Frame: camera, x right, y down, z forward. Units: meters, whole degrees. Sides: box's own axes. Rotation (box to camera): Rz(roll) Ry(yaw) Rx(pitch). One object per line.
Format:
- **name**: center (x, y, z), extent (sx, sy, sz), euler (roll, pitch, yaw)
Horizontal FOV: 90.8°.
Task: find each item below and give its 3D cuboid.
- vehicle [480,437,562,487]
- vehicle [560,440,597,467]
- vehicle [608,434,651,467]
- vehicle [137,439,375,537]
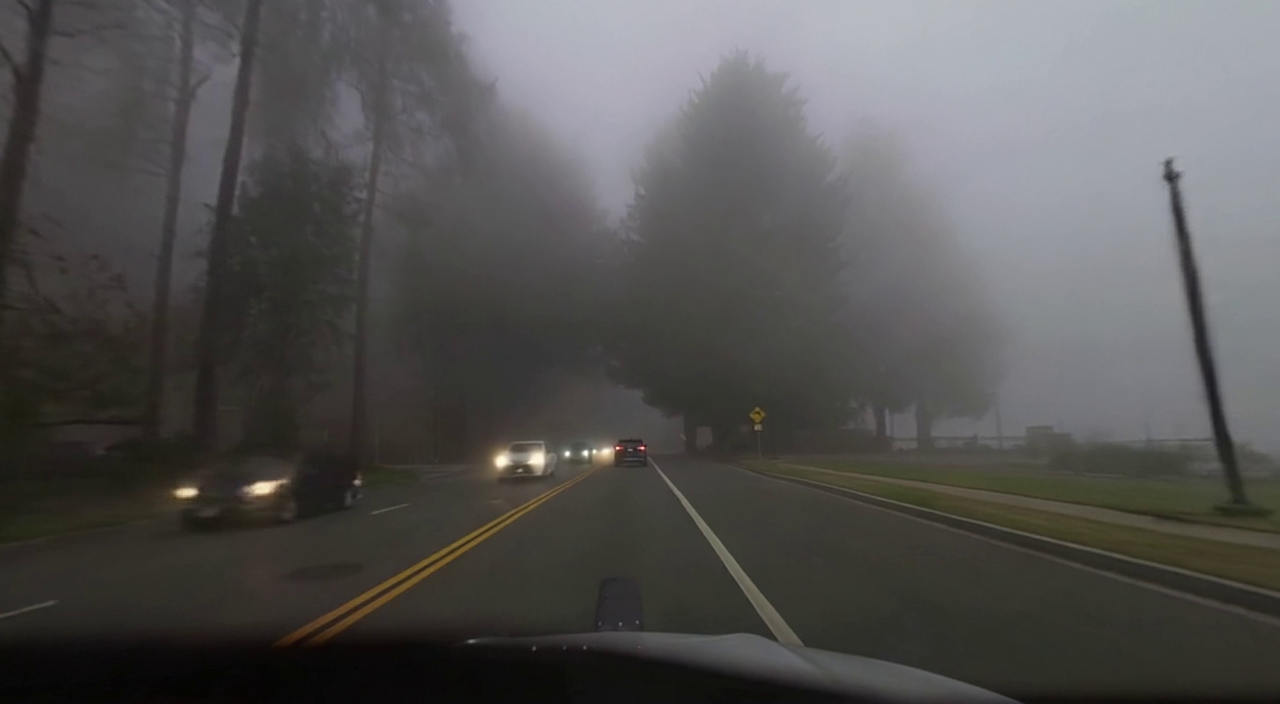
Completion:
- **vehicle**: center (-4.187, 3.939, 22.903), extent (2.115, 1.638, 4.098), euler (0, -9, 1)
- **vehicle**: center (-4.086, 6.797, 42.354), extent (1.977, 1.729, 4.625), euler (0, -9, 0)
- **vehicle**: center (-0.615, 6.299, 40.432), extent (2.554, 1.902, 5.329), euler (0, -9, 1)
- **vehicle**: center (-7.964, 2.831, 13.892), extent (2.211, 1.608, 4.942), euler (-3, -9, -1)
